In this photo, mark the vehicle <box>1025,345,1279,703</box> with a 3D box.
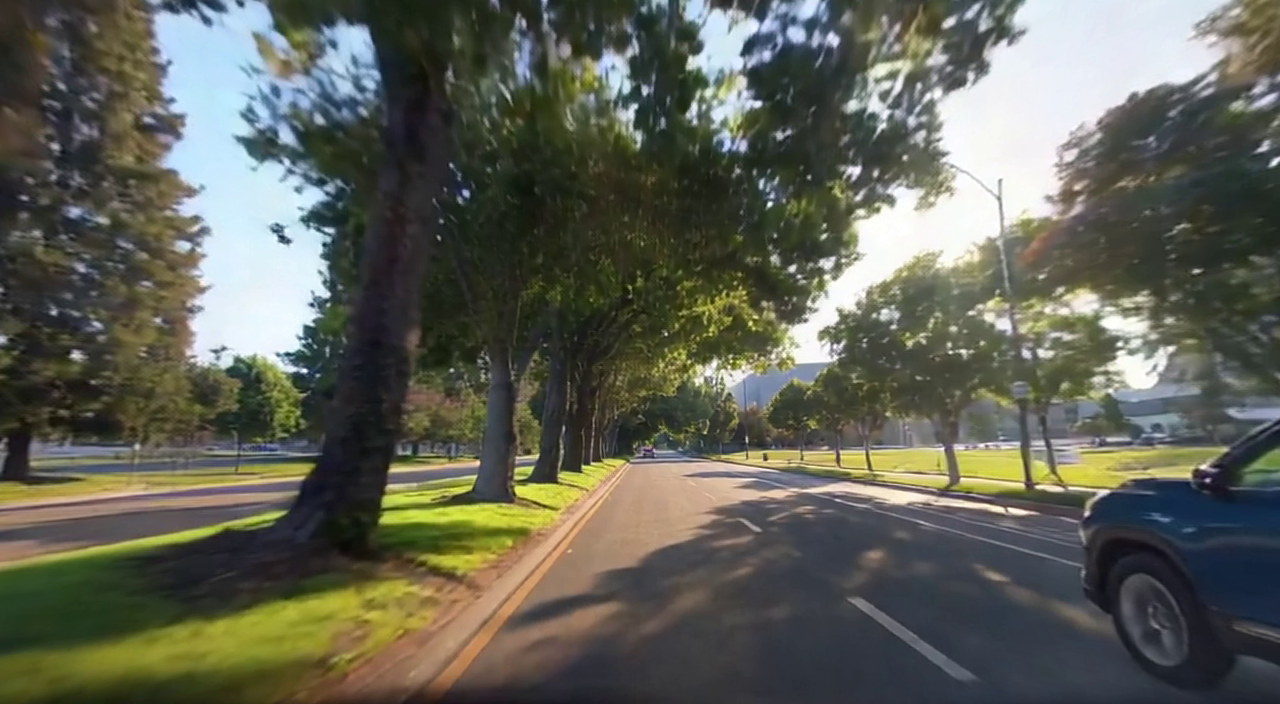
[{"bbox_3d":[3.711,0.736,1.780,2.087,1.759,5.040,0,-8,1],"label":"vehicle"}]
